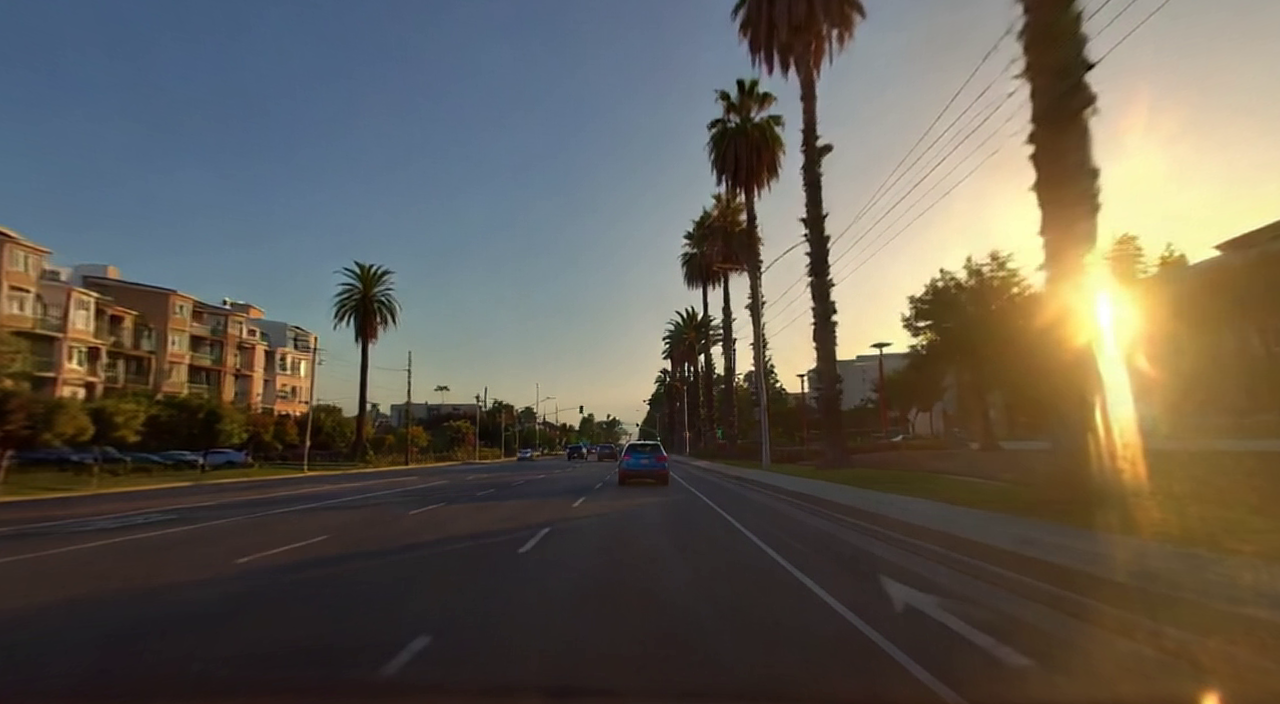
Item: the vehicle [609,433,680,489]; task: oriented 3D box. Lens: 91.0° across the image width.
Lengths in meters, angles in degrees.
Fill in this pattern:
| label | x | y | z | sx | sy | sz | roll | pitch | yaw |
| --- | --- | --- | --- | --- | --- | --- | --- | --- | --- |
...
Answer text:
| label | x | y | z | sx | sy | sz | roll | pitch | yaw |
| --- | --- | --- | --- | --- | --- | --- | --- | --- | --- |
| vehicle | 0.121 | 3.692 | 21.560 | 2.198 | 1.706 | 4.166 | 0 | -9 | 0 |
